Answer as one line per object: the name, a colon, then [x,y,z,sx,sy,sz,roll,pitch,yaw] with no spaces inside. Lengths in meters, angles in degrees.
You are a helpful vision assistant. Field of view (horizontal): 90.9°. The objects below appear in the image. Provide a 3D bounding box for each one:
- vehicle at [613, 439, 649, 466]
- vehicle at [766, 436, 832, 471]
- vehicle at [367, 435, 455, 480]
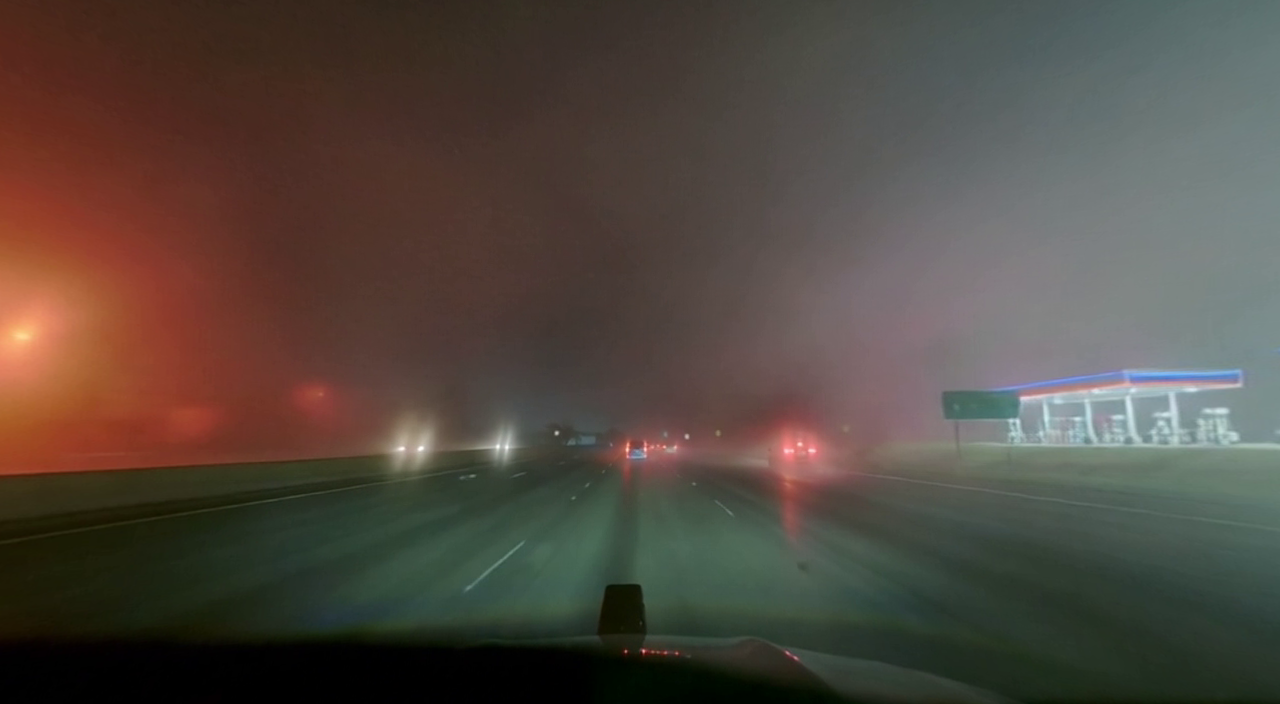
vehicle: [-0.549,5.918,37.171,1.999,1.473,4.351,0,-8,-1]
vehicle: [7.256,4.670,29.162,1.867,1.463,4.295,0,-8,-1]
vehicle: [-9.858,4.567,27.638,2.005,1.725,5.137,0,-8,-1]
